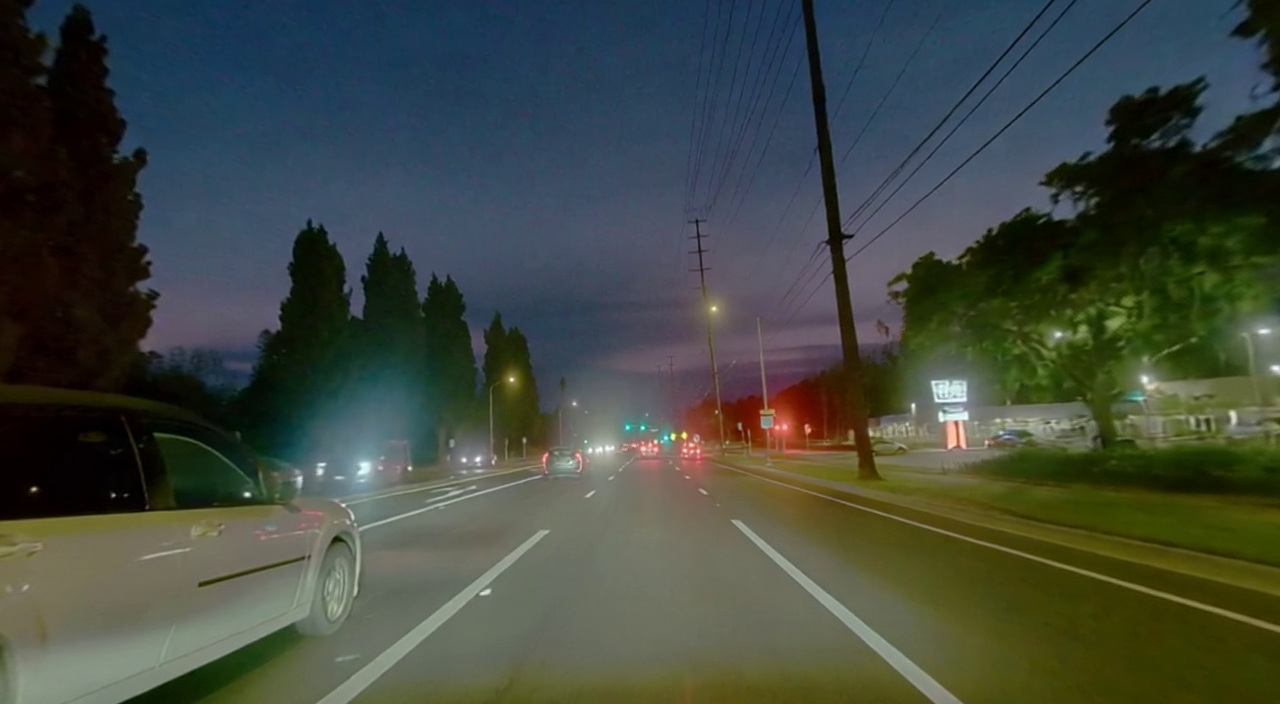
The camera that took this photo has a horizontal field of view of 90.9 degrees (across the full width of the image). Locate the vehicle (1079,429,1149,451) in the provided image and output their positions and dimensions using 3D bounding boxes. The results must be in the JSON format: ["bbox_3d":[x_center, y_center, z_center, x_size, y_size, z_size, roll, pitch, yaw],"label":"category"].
[{"bbox_3d":[34.208,6.342,45.463,4.290,1.547,1.899,3,-9,-21],"label":"vehicle"}]

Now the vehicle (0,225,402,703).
[{"bbox_3d":[-3.041,0.645,1.926,2.381,1.961,5.563,0,-9,1],"label":"vehicle"}]

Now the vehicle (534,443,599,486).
[{"bbox_3d":[-2.701,4.246,24.077,1.982,1.451,4.152,0,-9,0],"label":"vehicle"}]

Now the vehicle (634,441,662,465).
[{"bbox_3d":[0.610,7.906,49.624,2.155,1.781,3.977,0,-9,0],"label":"vehicle"}]

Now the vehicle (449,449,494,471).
[{"bbox_3d":[-12.376,7.973,46.612,2.089,1.489,4.426,0,-9,1],"label":"vehicle"}]
